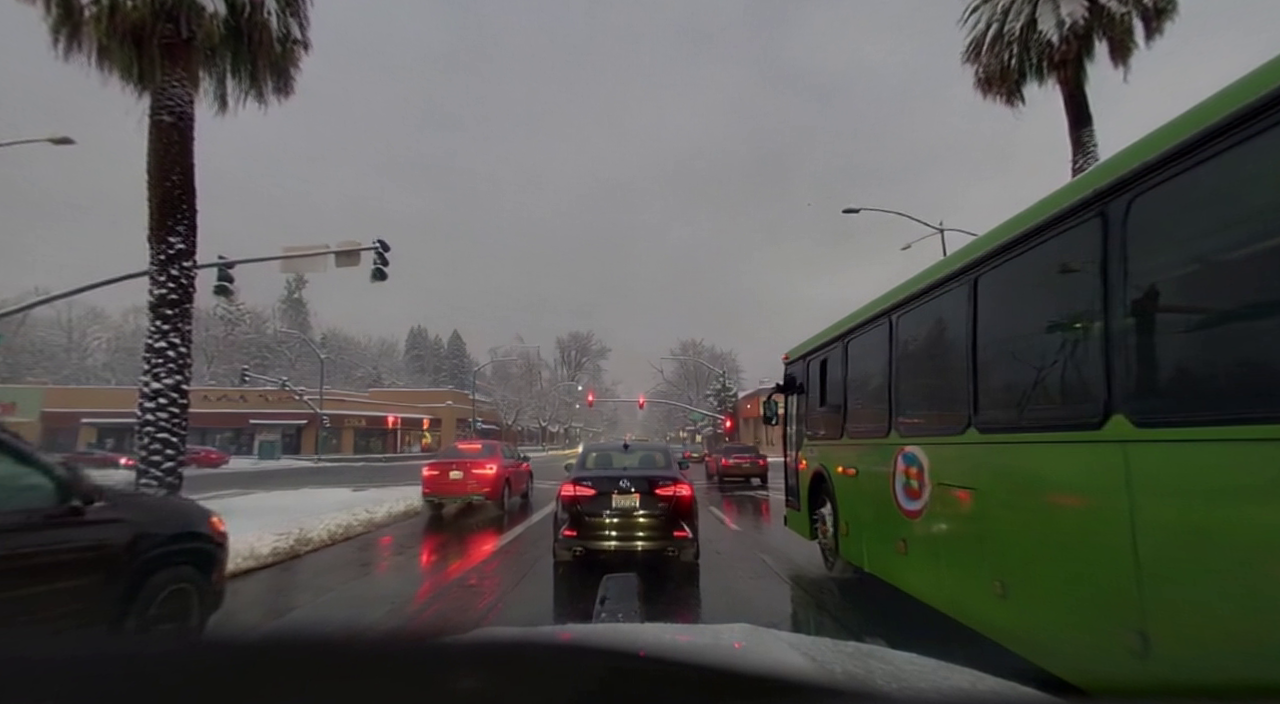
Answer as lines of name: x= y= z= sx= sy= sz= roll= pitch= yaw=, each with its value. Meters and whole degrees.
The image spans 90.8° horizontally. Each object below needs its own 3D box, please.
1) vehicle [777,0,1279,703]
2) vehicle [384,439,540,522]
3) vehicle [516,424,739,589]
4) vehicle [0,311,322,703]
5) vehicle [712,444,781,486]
vehicle: x=3.612 y=-0.201 z=2.772 sx=3.068 sy=4.026 sz=13.534 roll=0 pitch=-9 yaw=0
vehicle: x=-3.430 y=2.550 z=13.097 sx=1.919 sy=1.415 sz=4.178 roll=0 pitch=-9 yaw=2
vehicle: x=-0.138 y=1.716 z=7.820 sx=2.060 sy=1.499 sz=3.831 roll=0 pitch=-9 yaw=-1
vehicle: x=-3.531 y=0.734 z=2.188 sx=2.145 sy=1.824 sz=4.974 roll=0 pitch=-9 yaw=1
vehicle: x=4.017 y=4.329 z=24.612 sx=1.989 sy=1.467 sz=4.364 roll=0 pitch=-9 yaw=1
